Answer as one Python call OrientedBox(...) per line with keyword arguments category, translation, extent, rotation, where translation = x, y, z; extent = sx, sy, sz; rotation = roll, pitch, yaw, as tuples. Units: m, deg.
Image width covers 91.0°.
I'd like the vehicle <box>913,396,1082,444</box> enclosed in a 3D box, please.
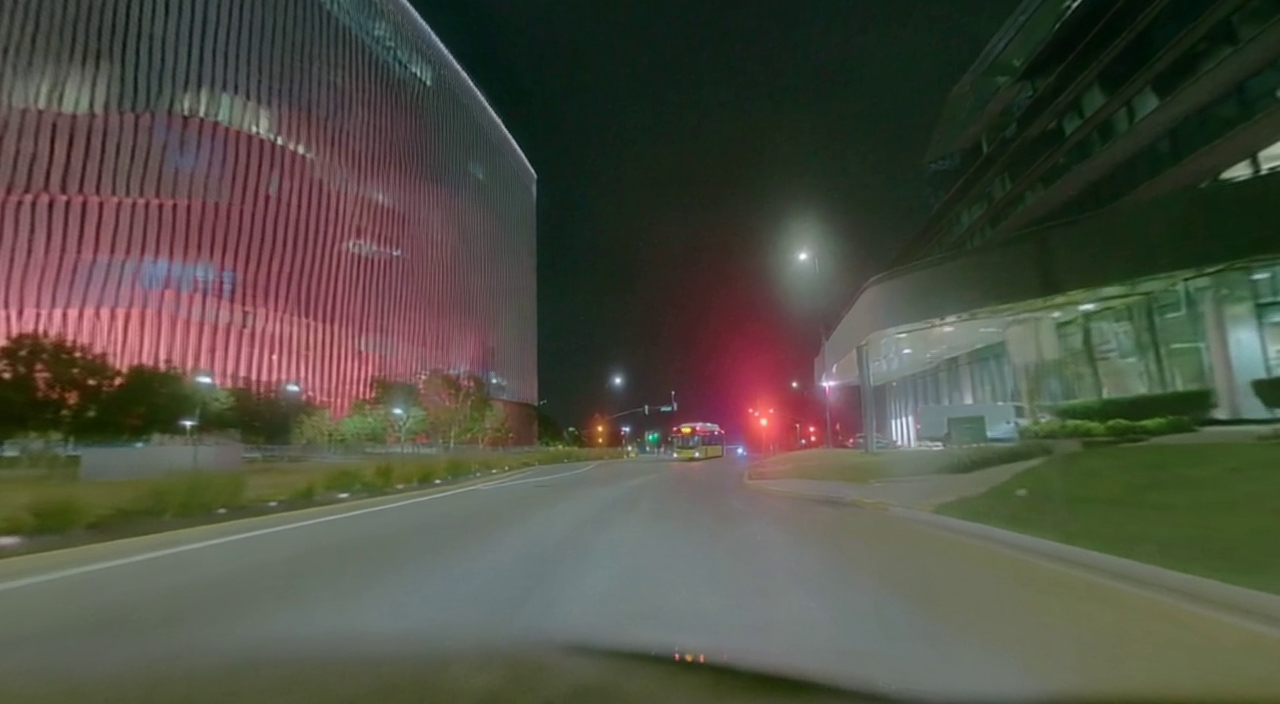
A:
OrientedBox(category="vehicle", translation=(15.024, 2.923, 26.865), extent=(5.745, 1.902, 2.244), rotation=(-1, -9, 10))
